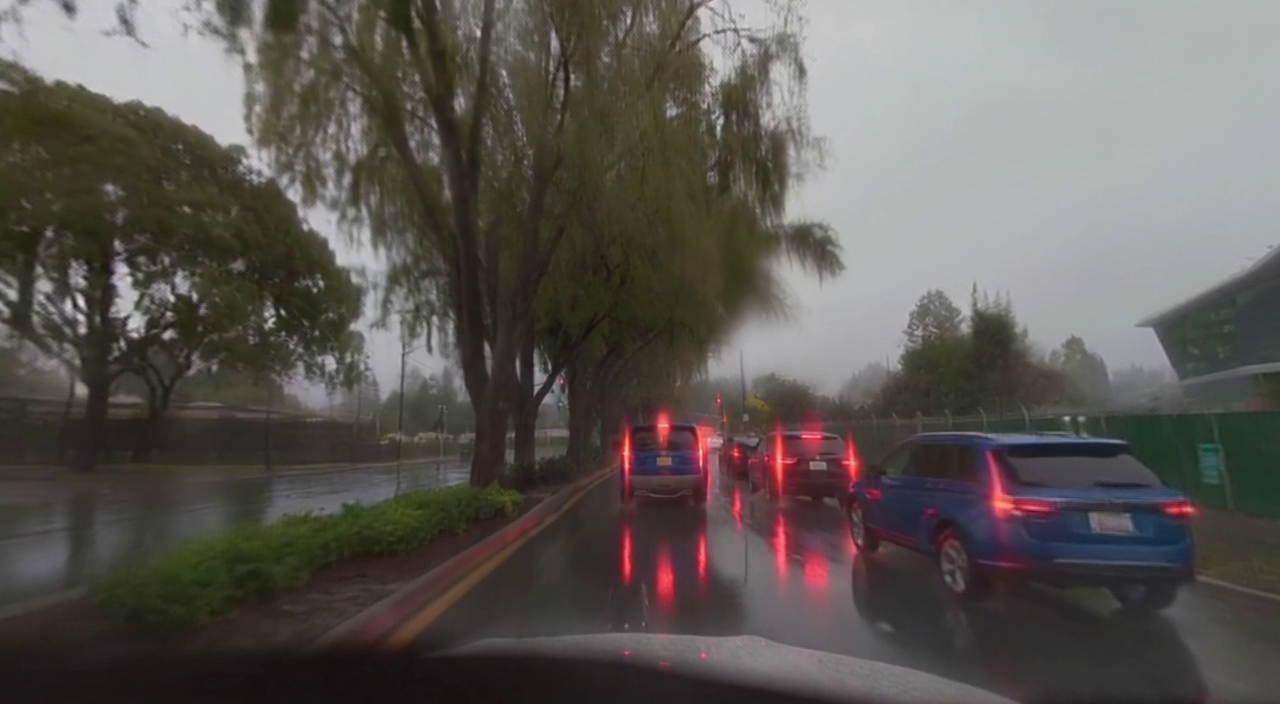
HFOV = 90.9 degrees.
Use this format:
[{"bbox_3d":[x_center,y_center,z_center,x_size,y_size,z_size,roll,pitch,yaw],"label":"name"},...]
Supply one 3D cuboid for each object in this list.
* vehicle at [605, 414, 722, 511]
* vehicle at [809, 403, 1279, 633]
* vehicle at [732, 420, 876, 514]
[{"bbox_3d":[0.526,2.585,15.074,2.386,1.947,4.168,-1,-9,1],"label":"vehicle"},{"bbox_3d":[3.682,1.605,7.201,2.138,1.699,4.852,0,-9,0],"label":"vehicle"},{"bbox_3d":[3.835,2.816,15.933,2.238,1.958,5.250,0,-9,1],"label":"vehicle"}]
